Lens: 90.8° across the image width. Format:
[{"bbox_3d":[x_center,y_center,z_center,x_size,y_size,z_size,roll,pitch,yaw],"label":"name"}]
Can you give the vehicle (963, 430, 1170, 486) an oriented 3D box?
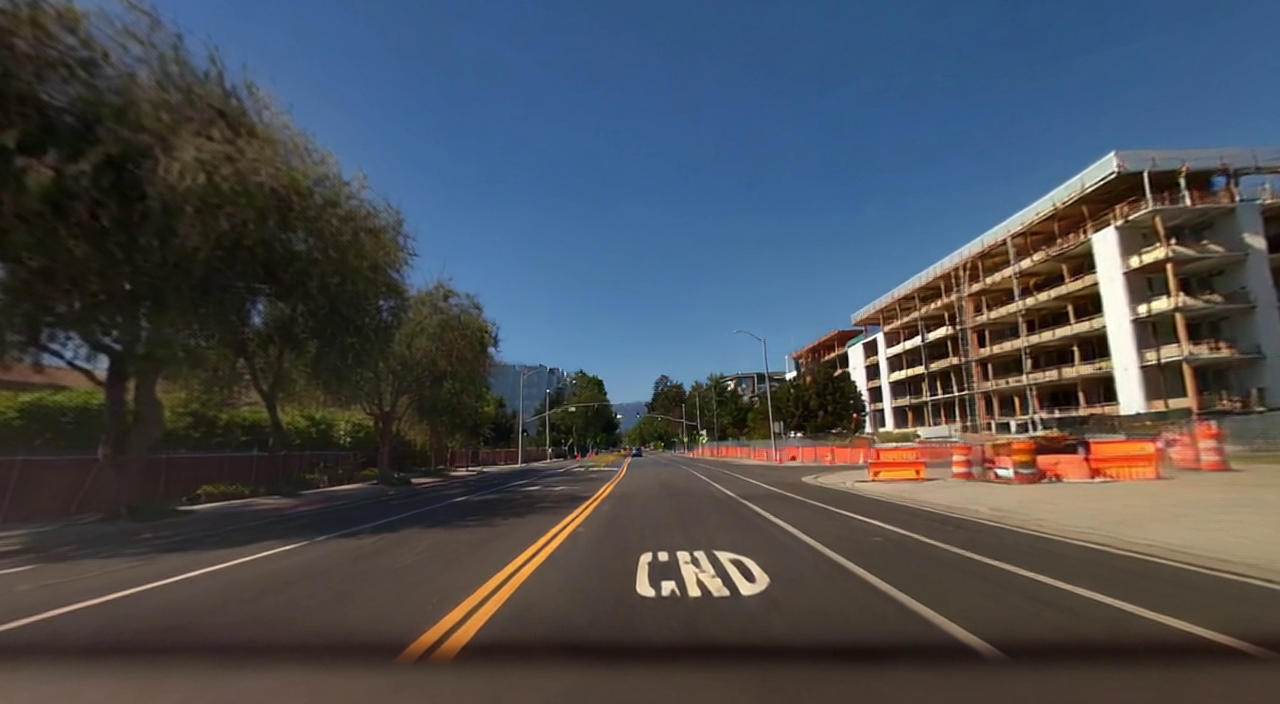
[{"bbox_3d":[11.558,2.895,17.411,4.251,1.418,1.896,-1,-8,3],"label":"vehicle"}]
